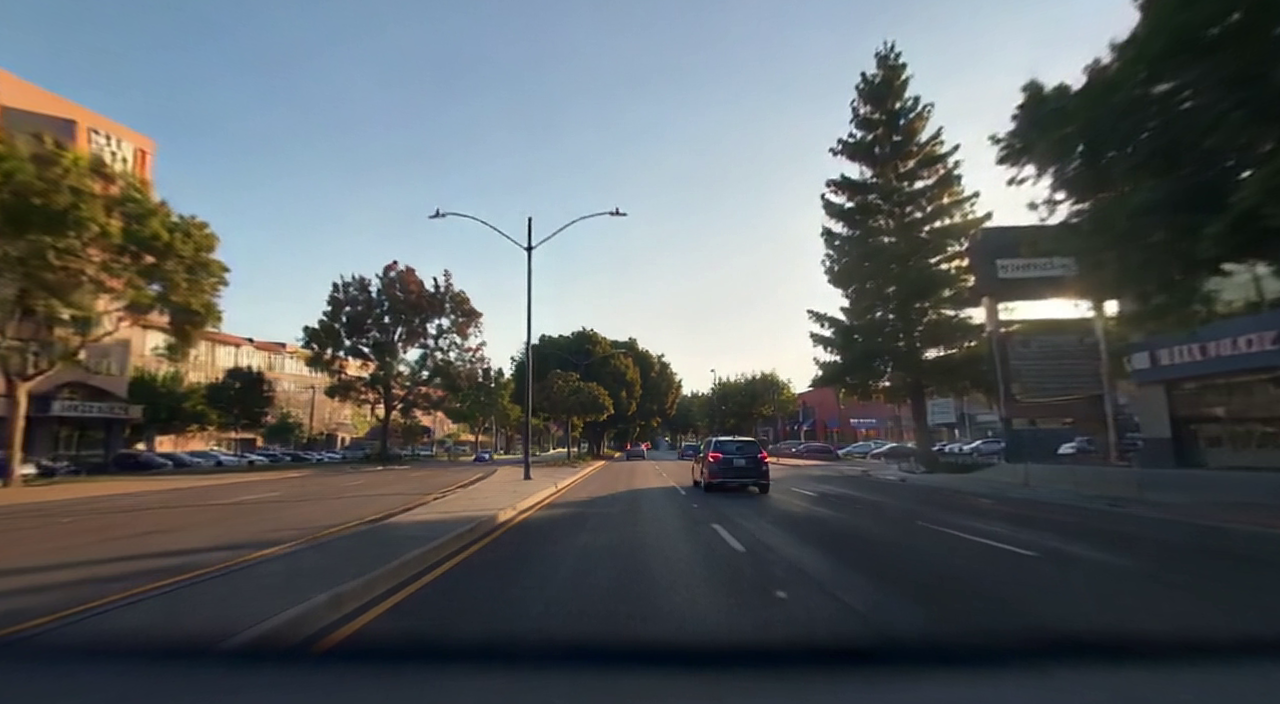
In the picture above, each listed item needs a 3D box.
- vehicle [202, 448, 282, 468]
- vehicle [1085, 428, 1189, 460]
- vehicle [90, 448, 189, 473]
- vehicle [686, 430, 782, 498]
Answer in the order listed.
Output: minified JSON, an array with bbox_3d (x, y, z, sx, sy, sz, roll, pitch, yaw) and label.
[{"bbox_3d":[-30.034,7.998,47.766,4.671,1.472,2.076,0,-8,2],"label":"vehicle"},{"bbox_3d":[32.122,5.971,40.943,4.867,1.962,2.172,0,-8,1],"label":"vehicle"},{"bbox_3d":[-29.531,6.390,37.330,4.215,1.415,1.843,0,-8,-1],"label":"vehicle"},{"bbox_3d":[2.507,3.119,18.012,1.963,1.677,4.229,0,-8,-2],"label":"vehicle"}]
